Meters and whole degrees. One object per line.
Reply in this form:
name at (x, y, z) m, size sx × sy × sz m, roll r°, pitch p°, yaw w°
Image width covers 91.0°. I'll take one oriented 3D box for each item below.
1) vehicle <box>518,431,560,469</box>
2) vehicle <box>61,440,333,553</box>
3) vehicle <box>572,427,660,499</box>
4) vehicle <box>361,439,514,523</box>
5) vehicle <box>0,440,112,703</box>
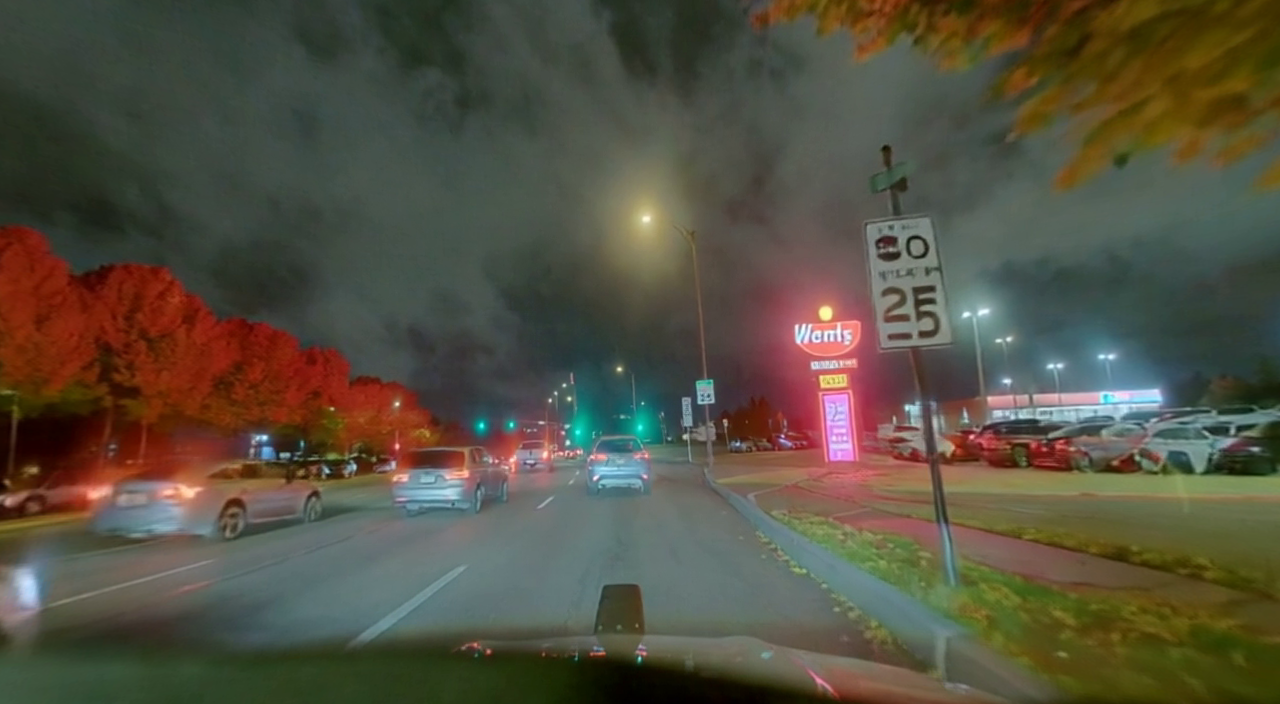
vehicle at (-5.764, 5.668, 36.358) m, size 2.082 × 2.018 × 4.308 m, roll 2°, pitch -9°, yaw -6°
vehicle at (-7.804, 2.524, 11.775) m, size 2.051 × 1.681 × 4.193 m, roll 1°, pitch -9°, yaw -1°
vehicle at (-0.707, 3.031, 17.498) m, size 2.144 × 1.704 × 4.028 m, roll 1°, pitch -9°, yaw -3°
vehicle at (-4.307, 2.804, 14.285) m, size 1.974 × 1.549 × 4.603 m, roll 1°, pitch -9°, yaw -1°
vehicle at (-4.217, 0.869, 1.022) m, size 2.090 × 1.506 × 5.326 m, roll 1°, pitch -9°, yaw 0°
